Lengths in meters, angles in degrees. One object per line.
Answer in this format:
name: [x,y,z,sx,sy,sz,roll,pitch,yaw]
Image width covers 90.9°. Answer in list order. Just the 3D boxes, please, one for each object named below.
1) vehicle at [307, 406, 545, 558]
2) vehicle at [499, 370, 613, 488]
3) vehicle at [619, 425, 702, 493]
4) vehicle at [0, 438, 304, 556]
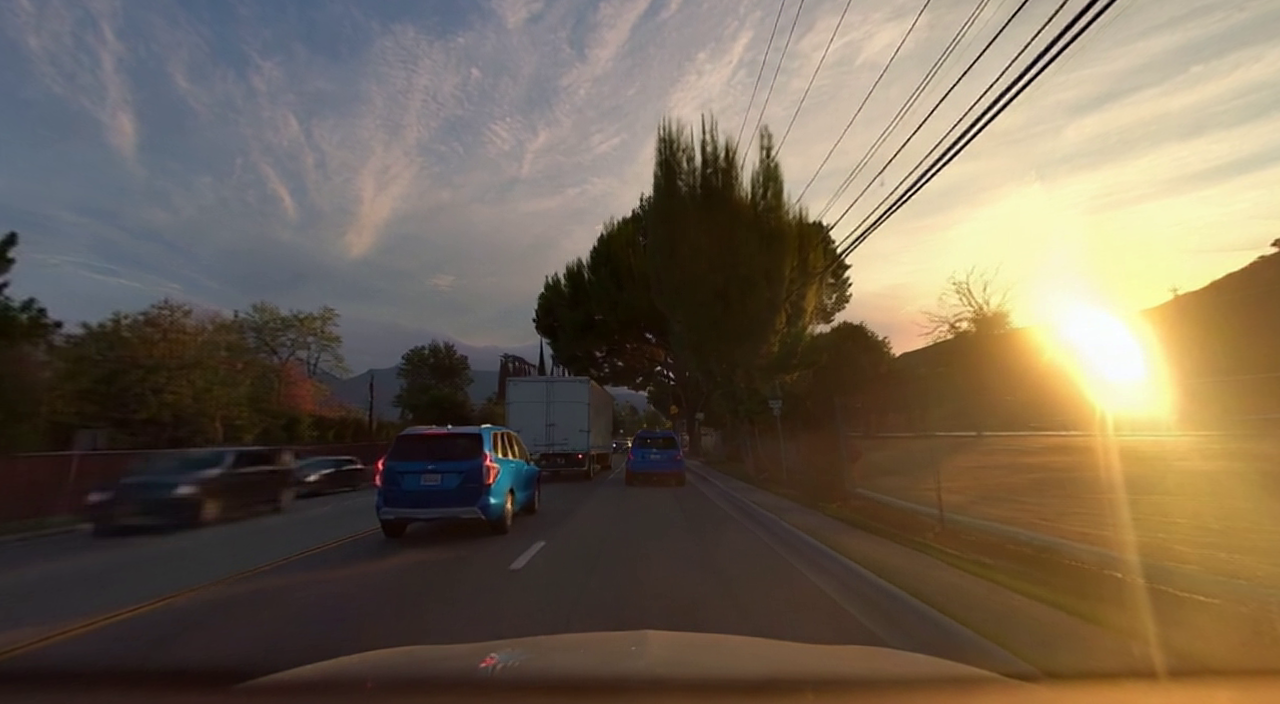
vehicle: [-2.944,1.922,9.973,2.093,1.832,4.508,0,-9,1]
vehicle: [-2.831,3.202,25.081,2.928,3.658,10.953,0,-9,0]
vehicle: [0.562,3.116,18.552,2.174,1.749,4.113,0,-9,1]
vehicle: [-8.532,2.499,11.718,1.962,1.720,4.658,0,-9,0]
